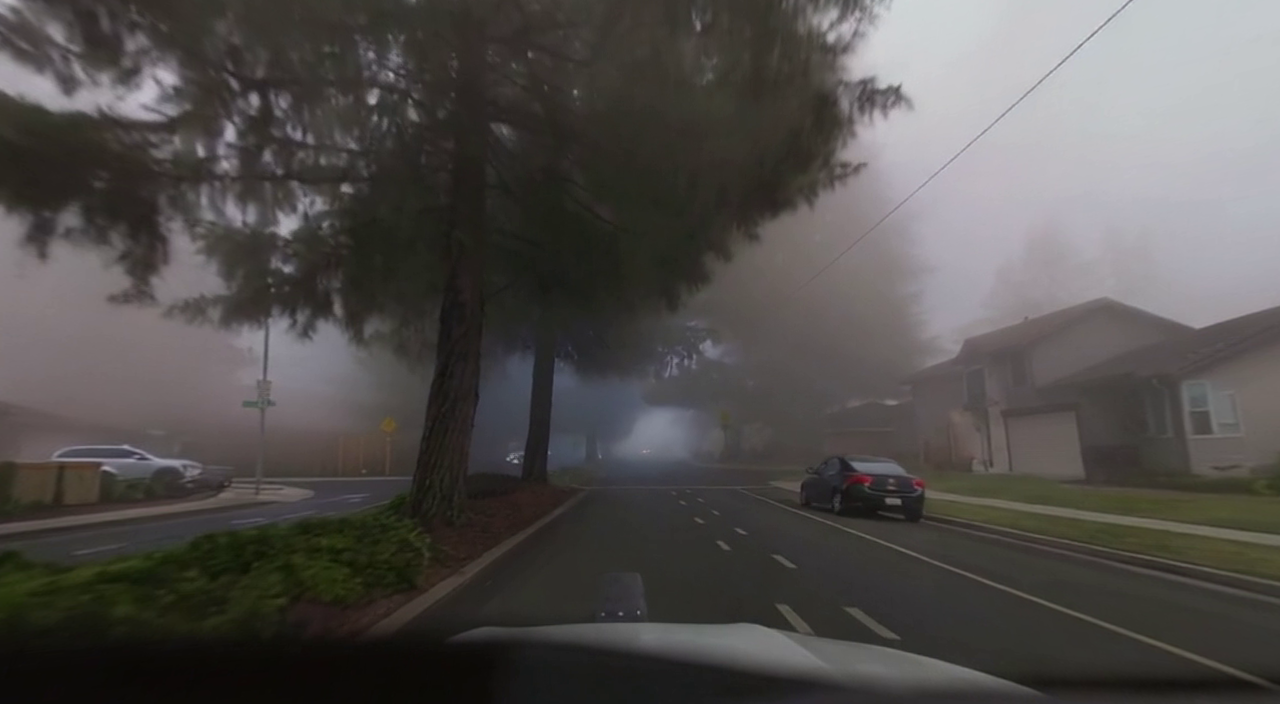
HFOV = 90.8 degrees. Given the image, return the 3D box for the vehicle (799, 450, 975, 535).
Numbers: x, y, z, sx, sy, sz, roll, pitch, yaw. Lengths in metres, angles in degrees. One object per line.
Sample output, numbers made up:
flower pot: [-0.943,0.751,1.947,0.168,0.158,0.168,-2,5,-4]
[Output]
vehicle: [4.990,2.853,13.555,1.904,1.475,4.386,0,-9,-1]
